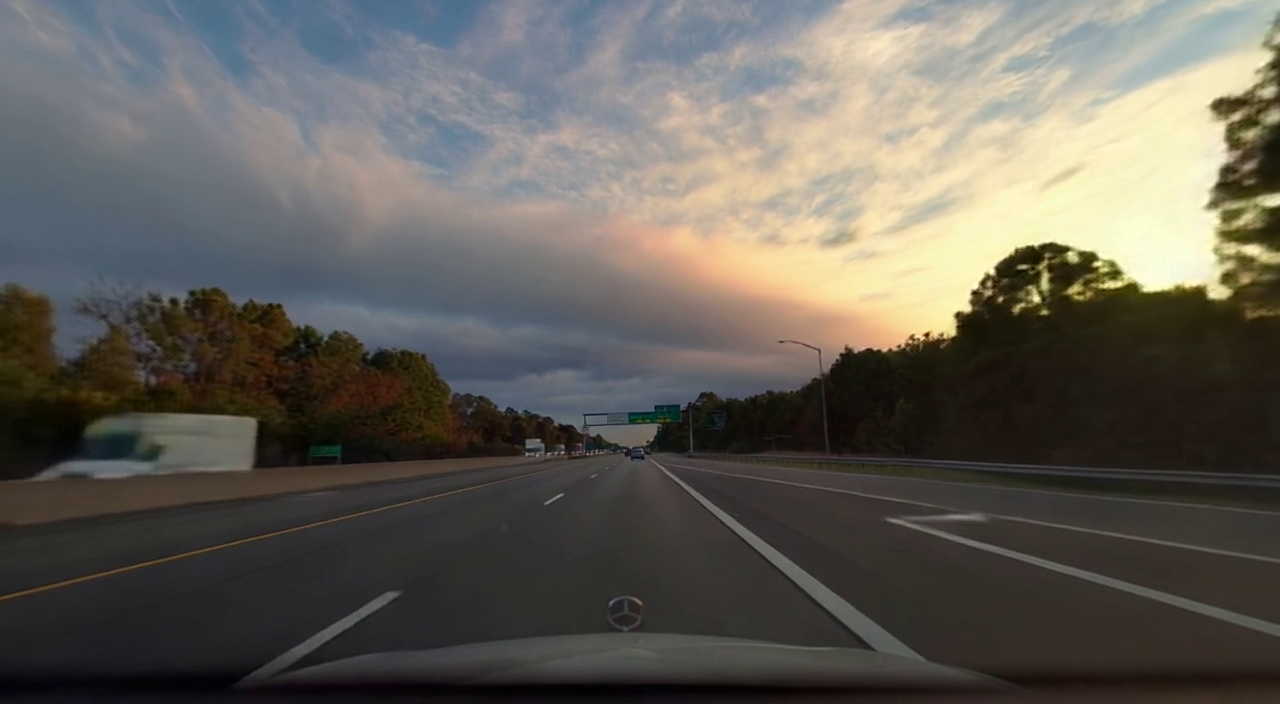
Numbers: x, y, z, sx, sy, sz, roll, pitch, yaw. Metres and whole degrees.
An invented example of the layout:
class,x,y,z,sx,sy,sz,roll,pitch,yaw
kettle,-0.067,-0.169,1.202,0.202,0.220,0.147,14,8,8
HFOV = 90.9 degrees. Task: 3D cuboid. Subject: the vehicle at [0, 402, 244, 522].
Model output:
class,x,y,z,sx,sy,sz,roll,pitch,yaw
vehicle,-14.123,2.993,17.485,2.285,2.710,6.085,0,-9,-1
